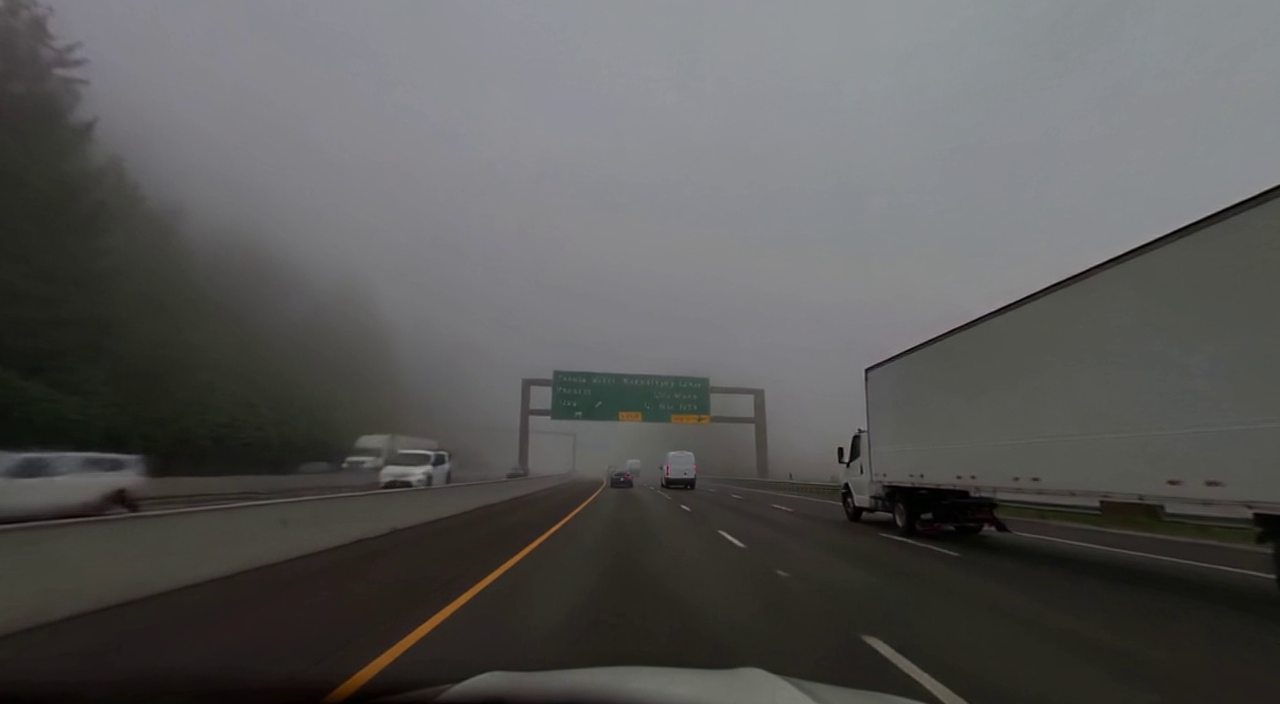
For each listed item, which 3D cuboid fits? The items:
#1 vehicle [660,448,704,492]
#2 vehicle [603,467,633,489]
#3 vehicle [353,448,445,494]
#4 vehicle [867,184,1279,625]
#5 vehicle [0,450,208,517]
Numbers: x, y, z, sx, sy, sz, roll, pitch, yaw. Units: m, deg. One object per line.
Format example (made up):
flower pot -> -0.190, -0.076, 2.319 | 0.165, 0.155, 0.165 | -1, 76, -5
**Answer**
vehicle -> 2.690, 7.819, 41.785 | 2.291, 2.639, 5.280 | 1, -10, -3
vehicle -> -1.646, 9.485, 47.415 | 2.106, 1.524, 4.381 | 1, -10, -1
vehicle -> -10.739, 5.384, 28.465 | 2.187, 1.857, 5.082 | 1, -10, -1
vehicle -> 7.443, 1.084, 9.069 | 2.866, 4.102, 14.351 | 1, -10, -1
vehicle -> -14.055, 3.410, 16.609 | 2.018, 1.481, 4.558 | 1, -10, -1
